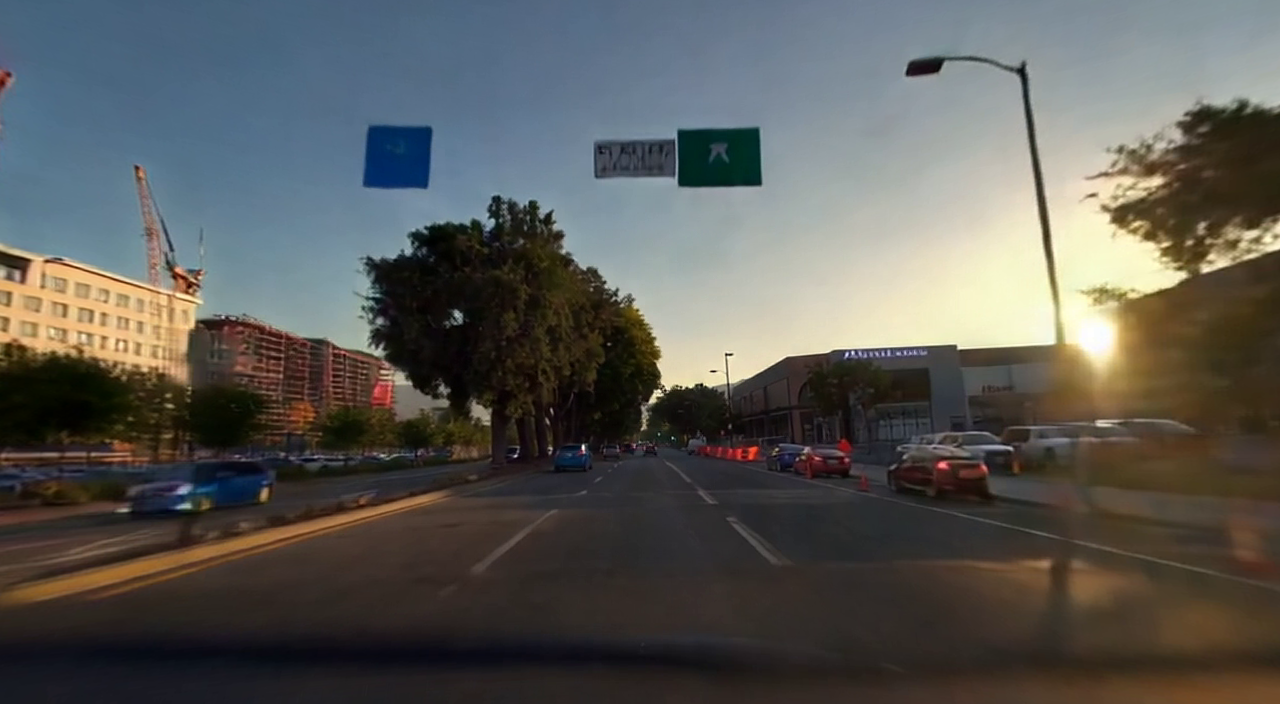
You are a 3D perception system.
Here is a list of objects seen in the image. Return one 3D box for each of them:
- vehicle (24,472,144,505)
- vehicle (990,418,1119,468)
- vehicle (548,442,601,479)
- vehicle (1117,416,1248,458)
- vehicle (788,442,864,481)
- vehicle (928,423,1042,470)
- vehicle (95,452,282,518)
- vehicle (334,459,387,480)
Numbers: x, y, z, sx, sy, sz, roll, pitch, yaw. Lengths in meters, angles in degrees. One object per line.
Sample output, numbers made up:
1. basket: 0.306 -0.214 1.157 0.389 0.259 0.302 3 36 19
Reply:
1. vehicle: -30.304 7.395 34.465 4.708 1.457 1.821 8 -12 -43
2. vehicle: 16.076 3.577 24.794 1.984 1.774 4.406 0 -8 -1
3. vehicle: -2.772 4.712 27.646 1.926 1.442 4.231 0 -8 0
4. vehicle: 25.814 4.110 30.271 2.043 1.803 4.774 0 -8 0
5. vehicle: 7.436 4.388 25.664 1.799 1.399 4.317 -1 -8 0
6. vehicle: 13.531 3.753 25.091 1.916 1.683 4.516 0 -8 -1
7. vehicle: -12.079 3.548 17.323 1.917 1.495 4.309 0 -8 1
8. vehicle: -21.852 9.205 49.516 1.955 1.447 4.911 -1 -8 0
